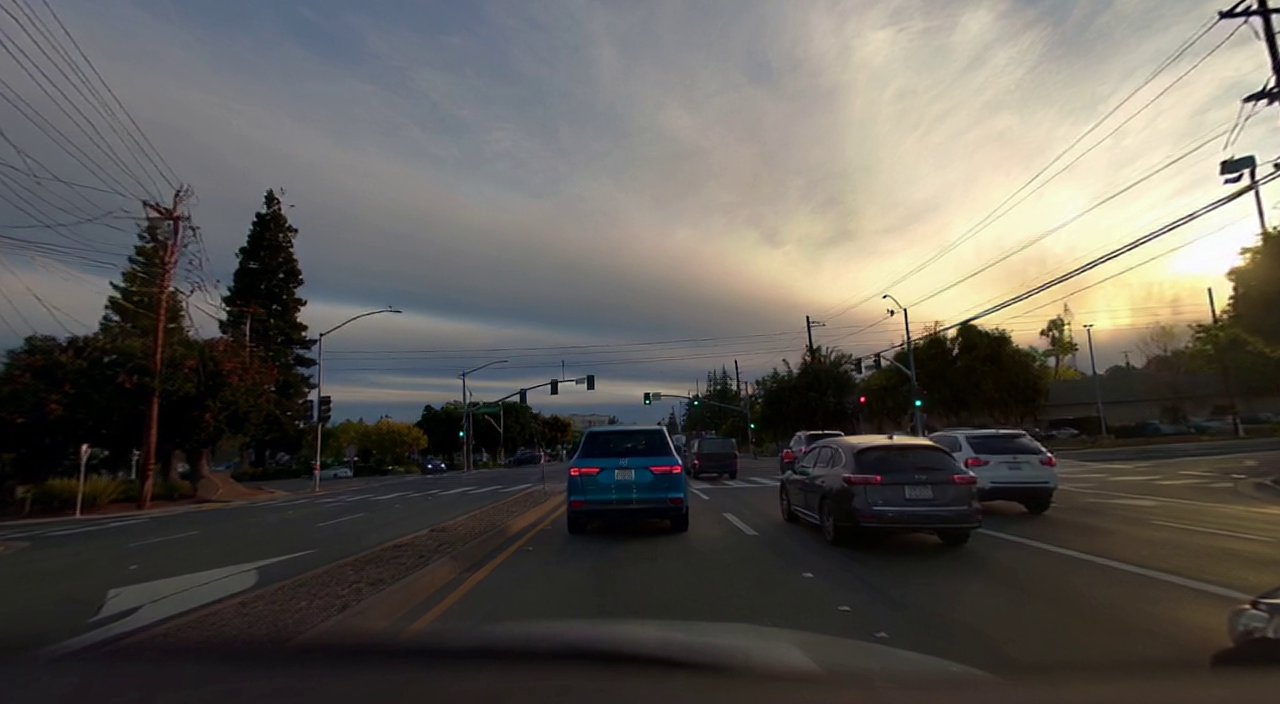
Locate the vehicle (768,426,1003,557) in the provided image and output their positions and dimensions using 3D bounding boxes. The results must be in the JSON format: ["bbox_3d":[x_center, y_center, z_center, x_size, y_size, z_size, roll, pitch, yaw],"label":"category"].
[{"bbox_3d":[3.457,2.034,9.995,1.880,1.579,4.401,0,-8,-1],"label":"vehicle"}]

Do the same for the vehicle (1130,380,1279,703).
[{"bbox_3d":[3.292,0.638,0.788,1.889,1.517,4.308,0,-8,0],"label":"vehicle"}]

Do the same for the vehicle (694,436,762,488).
[{"bbox_3d":[3.219,4.084,23.853,1.915,1.765,4.047,0,-8,-1],"label":"vehicle"}]

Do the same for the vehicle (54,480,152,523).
[{"bbox_3d":[-26.383,7.361,31.024,4.526,1.715,1.989,-10,-13,27],"label":"vehicle"}]

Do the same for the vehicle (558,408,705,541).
[{"bbox_3d":[-0.164,2.187,11.844,2.231,1.998,4.254,0,-8,-1],"label":"vehicle"}]
